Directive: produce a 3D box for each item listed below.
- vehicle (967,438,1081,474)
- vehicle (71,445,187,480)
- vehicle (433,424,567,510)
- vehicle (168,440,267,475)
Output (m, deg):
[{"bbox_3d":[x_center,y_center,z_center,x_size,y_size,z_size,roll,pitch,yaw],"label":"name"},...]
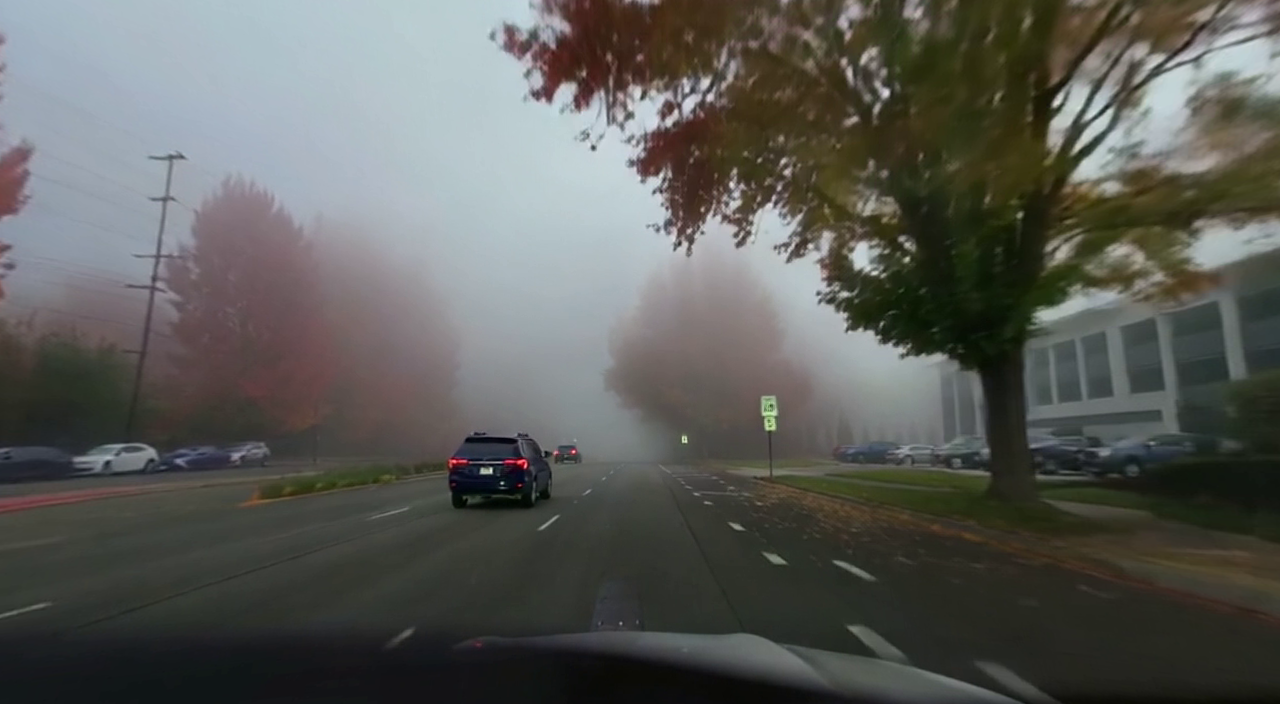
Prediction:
[{"bbox_3d":[18.411,4.990,30.268,4.331,1.655,1.884,1,-9,-7],"label":"vehicle"},{"bbox_3d":[-25.398,5.496,31.581,1.844,1.619,4.725,0,-9,0],"label":"vehicle"},{"bbox_3d":[-3.201,2.753,15.500,2.112,1.779,4.489,0,-9,2],"label":"vehicle"},{"bbox_3d":[-25.323,6.333,38.056,2.142,1.895,5.528,0,-9,0],"label":"vehicle"}]
